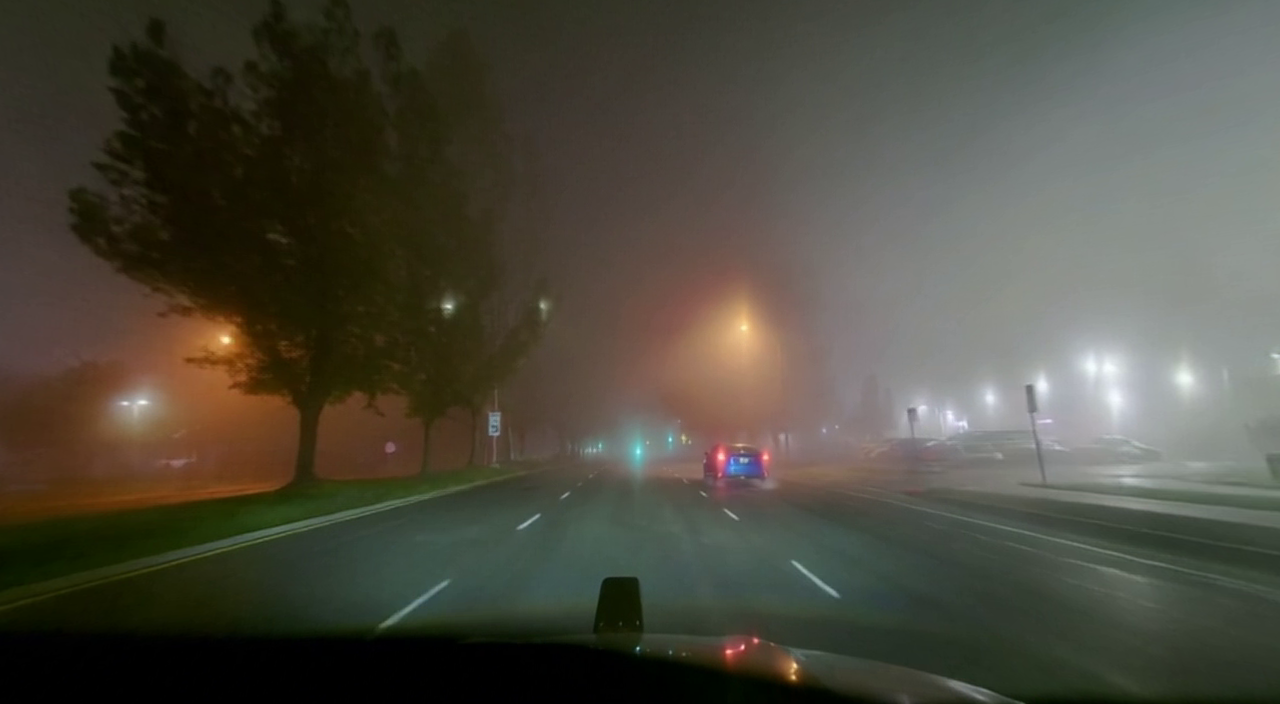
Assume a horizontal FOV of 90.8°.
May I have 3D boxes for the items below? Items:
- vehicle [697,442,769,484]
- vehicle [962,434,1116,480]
[{"bbox_3d":[3.576,4.368,25.224,2.033,1.482,4.571,0,-8,-2],"label":"vehicle"},{"bbox_3d":[15.795,4.183,25.202,4.684,1.448,2.090,-3,-8,-3],"label":"vehicle"}]
